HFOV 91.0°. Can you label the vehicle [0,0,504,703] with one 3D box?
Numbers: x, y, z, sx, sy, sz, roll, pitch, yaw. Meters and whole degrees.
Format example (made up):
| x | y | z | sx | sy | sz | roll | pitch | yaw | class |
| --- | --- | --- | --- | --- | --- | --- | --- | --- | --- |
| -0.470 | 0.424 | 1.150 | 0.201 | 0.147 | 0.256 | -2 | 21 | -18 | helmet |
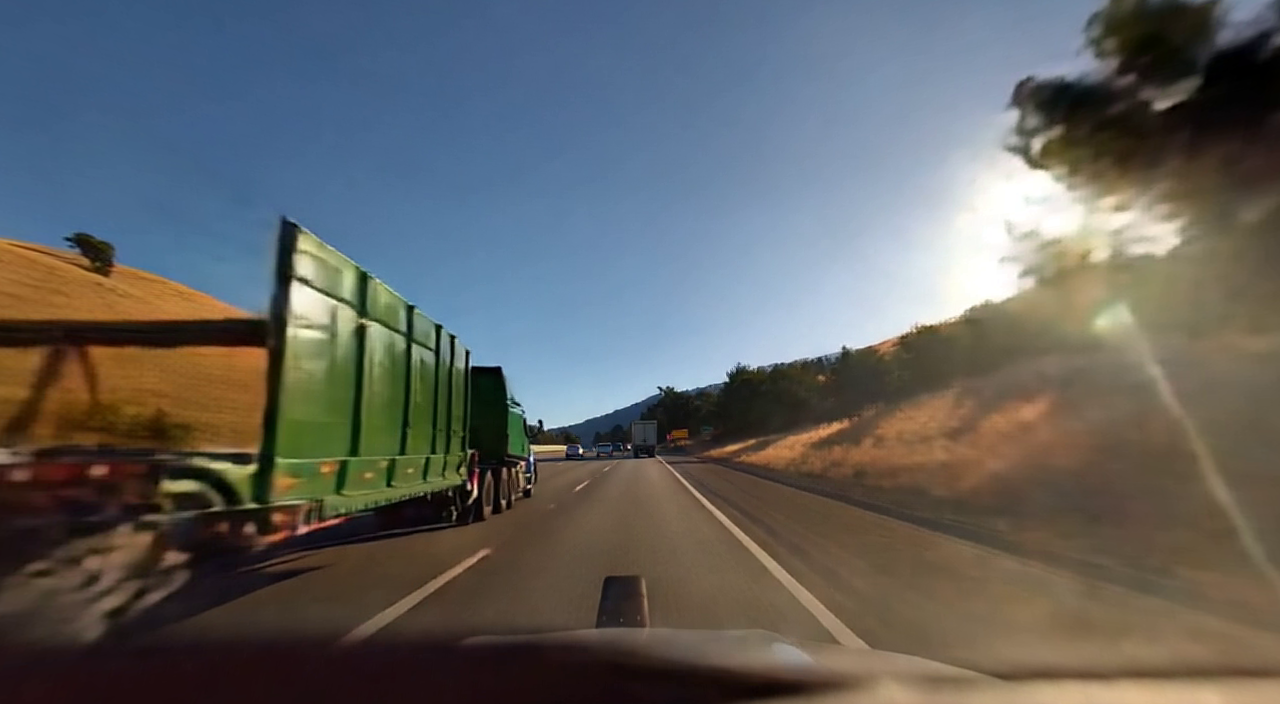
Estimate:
| x | y | z | sx | sy | sz | roll | pitch | yaw | class |
| --- | --- | --- | --- | --- | --- | --- | --- | --- | --- |
| -3.715 | 0.521 | 5.356 | 2.789 | 3.271 | 10.894 | 1 | -9 | -1 | vehicle |
